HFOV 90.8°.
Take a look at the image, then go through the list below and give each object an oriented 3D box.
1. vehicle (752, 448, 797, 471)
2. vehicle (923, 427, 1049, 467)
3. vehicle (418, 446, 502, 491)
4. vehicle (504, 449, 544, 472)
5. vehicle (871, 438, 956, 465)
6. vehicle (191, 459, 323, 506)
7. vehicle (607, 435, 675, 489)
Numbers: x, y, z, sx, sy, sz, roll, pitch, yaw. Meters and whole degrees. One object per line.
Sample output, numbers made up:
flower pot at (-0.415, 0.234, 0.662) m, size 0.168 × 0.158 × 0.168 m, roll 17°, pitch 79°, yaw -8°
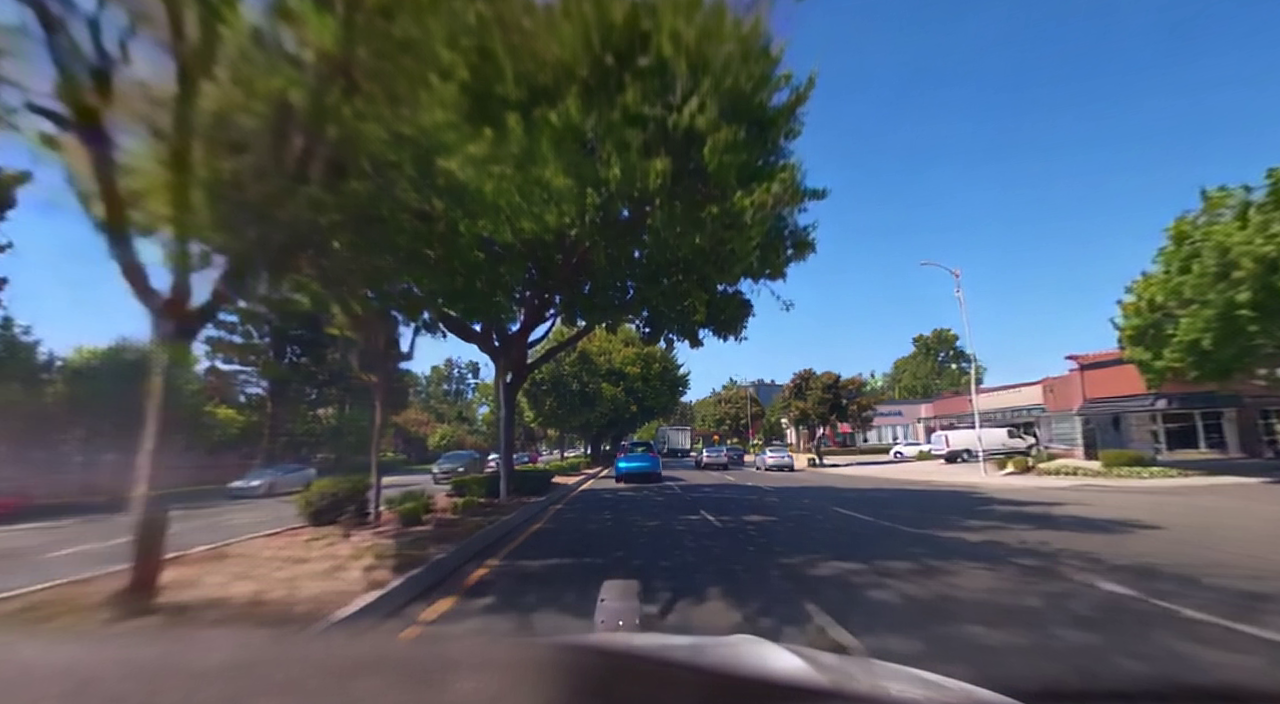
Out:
vehicle at (9.141, 7.347, 43.385) m, size 2.045 × 1.484 × 4.342 m, roll 0°, pitch -9°, yaw -1°
vehicle at (19.668, 5.413, 36.171) m, size 5.677 × 2.171 × 2.393 m, roll 0°, pitch -8°, yaw 4°
vehicle at (-7.482, 4.855, 26.785) m, size 2.078 × 1.694 × 4.611 m, roll 0°, pitch -9°, yaw 2°
vehicle at (-8.113, 7.578, 44.525) m, size 1.948 × 1.508 × 4.749 m, roll 0°, pitch -9°, yaw 0°
vehicle at (19.452, 7.058, 45.073) m, size 4.932 × 1.514 × 2.327 m, roll -3°, pitch -7°, yaw -5°
vehicle at (-13.893, 4.722, 23.326) m, size 1.974 × 1.449 × 4.567 m, roll 0°, pitch -9°, yaw 1°
vehicle at (-0.012, 3.954, 23.063) m, size 2.266 × 1.762 × 4.131 m, roll 0°, pitch -9°, yaw -1°
